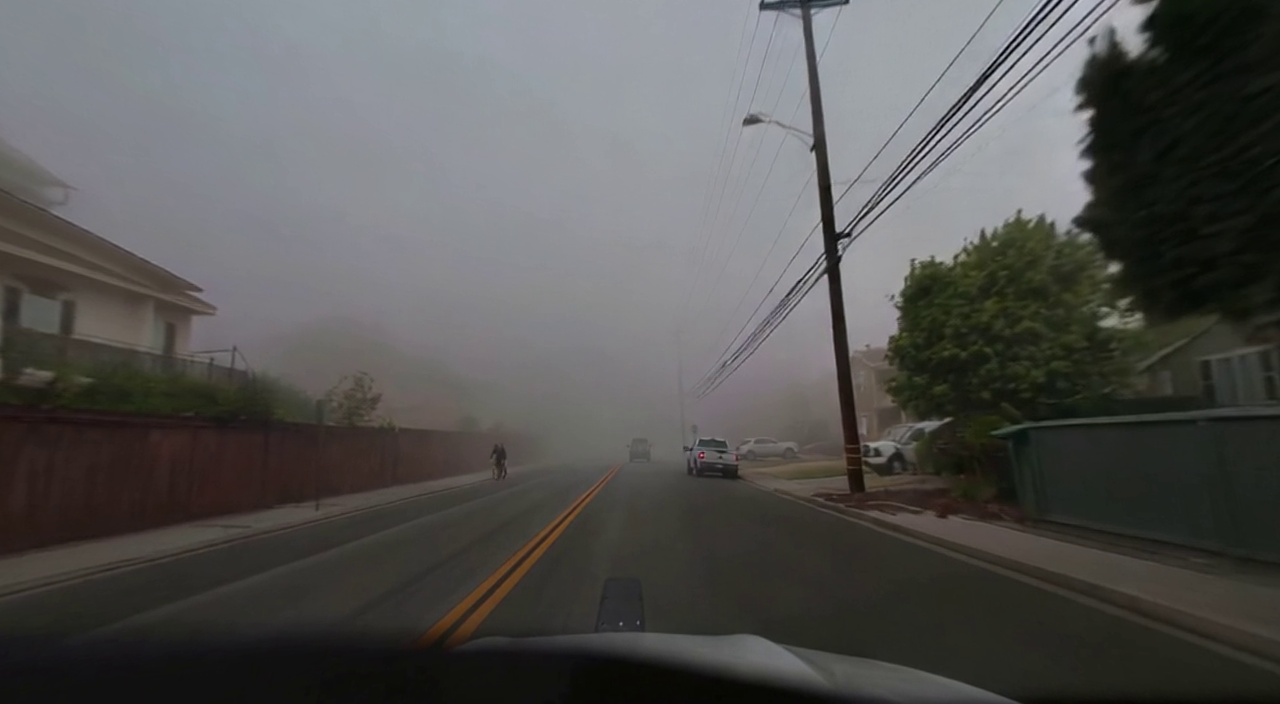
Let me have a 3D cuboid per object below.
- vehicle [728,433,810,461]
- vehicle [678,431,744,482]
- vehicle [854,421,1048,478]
[{"bbox_3d":[9.676,7.210,47.931,5.590,2.067,2.553,0,-9,-2],"label":"vehicle"},{"bbox_3d":[3.146,4.776,29.244,2.278,1.933,5.860,4,-9,0],"label":"vehicle"},{"bbox_3d":[11.188,3.561,23.131,5.846,1.971,2.273,0,-9,2],"label":"vehicle"}]
